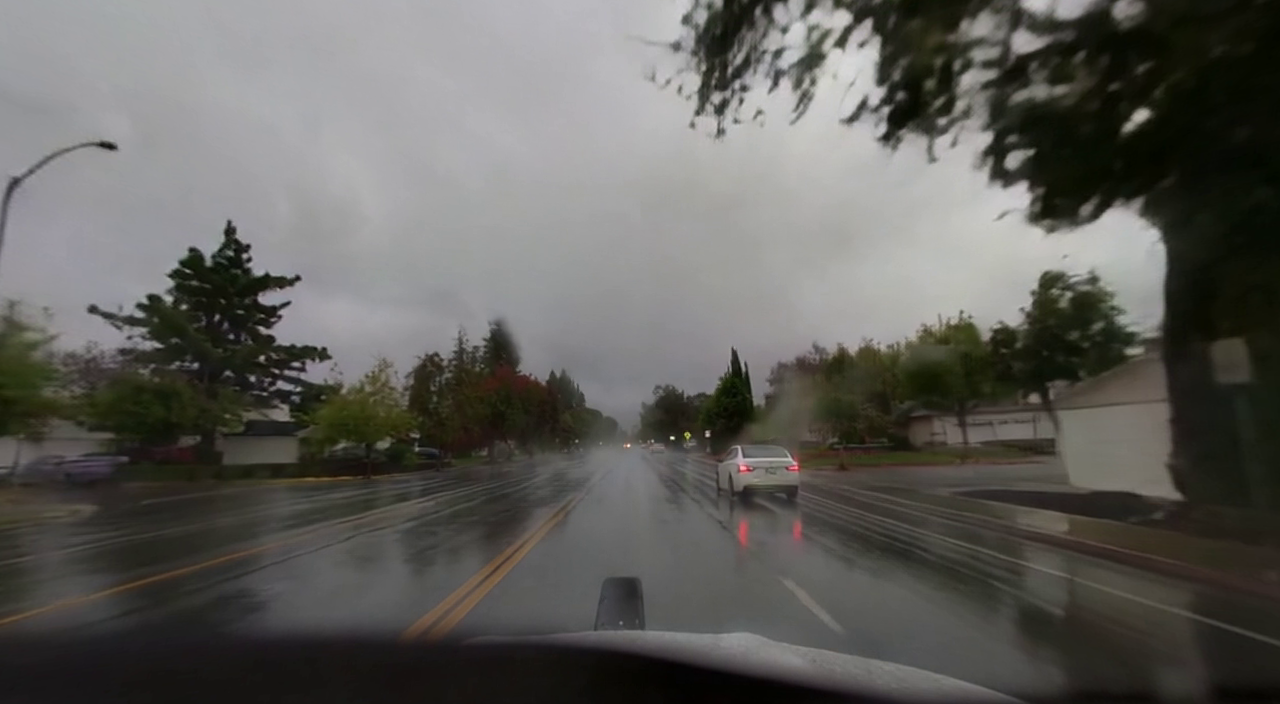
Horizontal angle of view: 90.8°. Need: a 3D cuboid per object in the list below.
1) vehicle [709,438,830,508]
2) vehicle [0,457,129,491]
[{"bbox_3d":[3.057,2.955,15.949,2.057,1.493,4.225,0,-8,-1],"label":"vehicle"},{"bbox_3d":[-29.375,6.193,32.287,4.917,1.598,1.937,-1,-8,4],"label":"vehicle"}]
